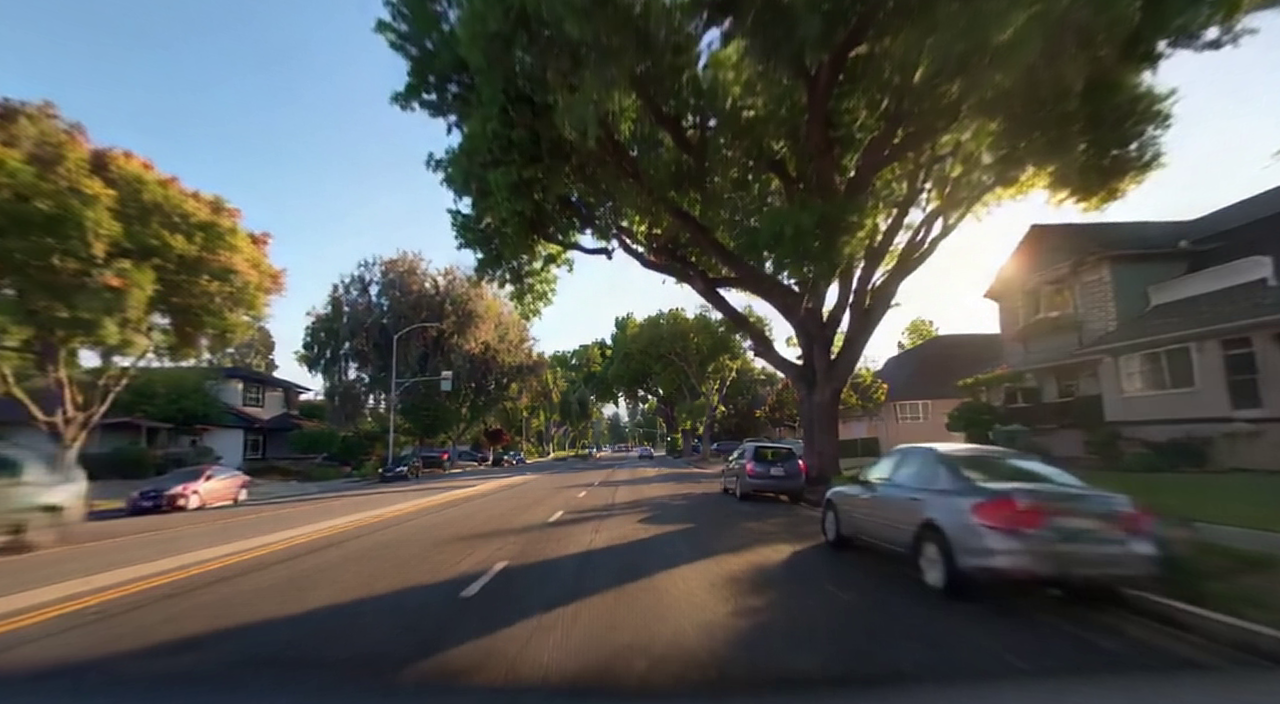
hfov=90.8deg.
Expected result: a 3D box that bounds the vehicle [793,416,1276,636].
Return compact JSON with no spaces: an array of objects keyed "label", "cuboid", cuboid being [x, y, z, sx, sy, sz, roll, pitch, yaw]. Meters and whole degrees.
[{"label":"vehicle","cuboid":[3.468,1.648,7.209,2.034,1.551,5.272,0,-9,-1]}]

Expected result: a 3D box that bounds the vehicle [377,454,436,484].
[{"label":"vehicle","cuboid":[-13.914,6.936,37.886,1.876,1.495,4.647,-4,-9,-2]}]

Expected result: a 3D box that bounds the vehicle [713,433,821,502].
[{"label":"vehicle","cuboid":[3.414,3.228,17.980,2.078,1.679,4.562,0,-9,-1]}]

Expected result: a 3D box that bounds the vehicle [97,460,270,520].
[{"label":"vehicle","cuboid":[-13.814,4.159,19.573,2.021,1.513,4.568,0,-9,-1]}]
